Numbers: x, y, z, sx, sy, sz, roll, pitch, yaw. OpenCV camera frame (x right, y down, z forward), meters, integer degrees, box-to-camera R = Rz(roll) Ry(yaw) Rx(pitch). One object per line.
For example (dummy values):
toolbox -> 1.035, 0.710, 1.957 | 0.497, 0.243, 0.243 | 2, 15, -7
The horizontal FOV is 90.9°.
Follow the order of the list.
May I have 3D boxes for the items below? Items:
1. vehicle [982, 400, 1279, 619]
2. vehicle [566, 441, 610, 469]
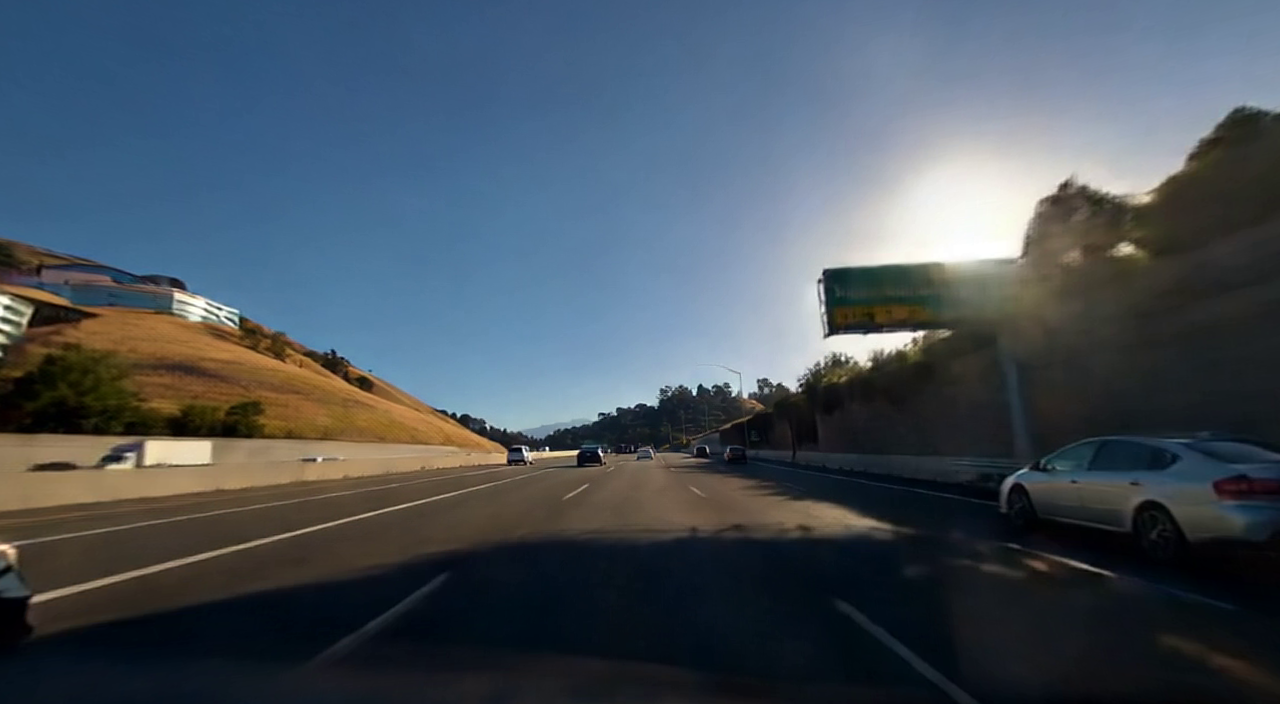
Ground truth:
vehicle -> 5.994, 1.492, 6.842 | 2.122, 1.646, 4.491 | -1, -8, 2
vehicle -> -3.503, 7.056, 43.504 | 2.172, 1.824, 5.031 | -1, -8, 5
